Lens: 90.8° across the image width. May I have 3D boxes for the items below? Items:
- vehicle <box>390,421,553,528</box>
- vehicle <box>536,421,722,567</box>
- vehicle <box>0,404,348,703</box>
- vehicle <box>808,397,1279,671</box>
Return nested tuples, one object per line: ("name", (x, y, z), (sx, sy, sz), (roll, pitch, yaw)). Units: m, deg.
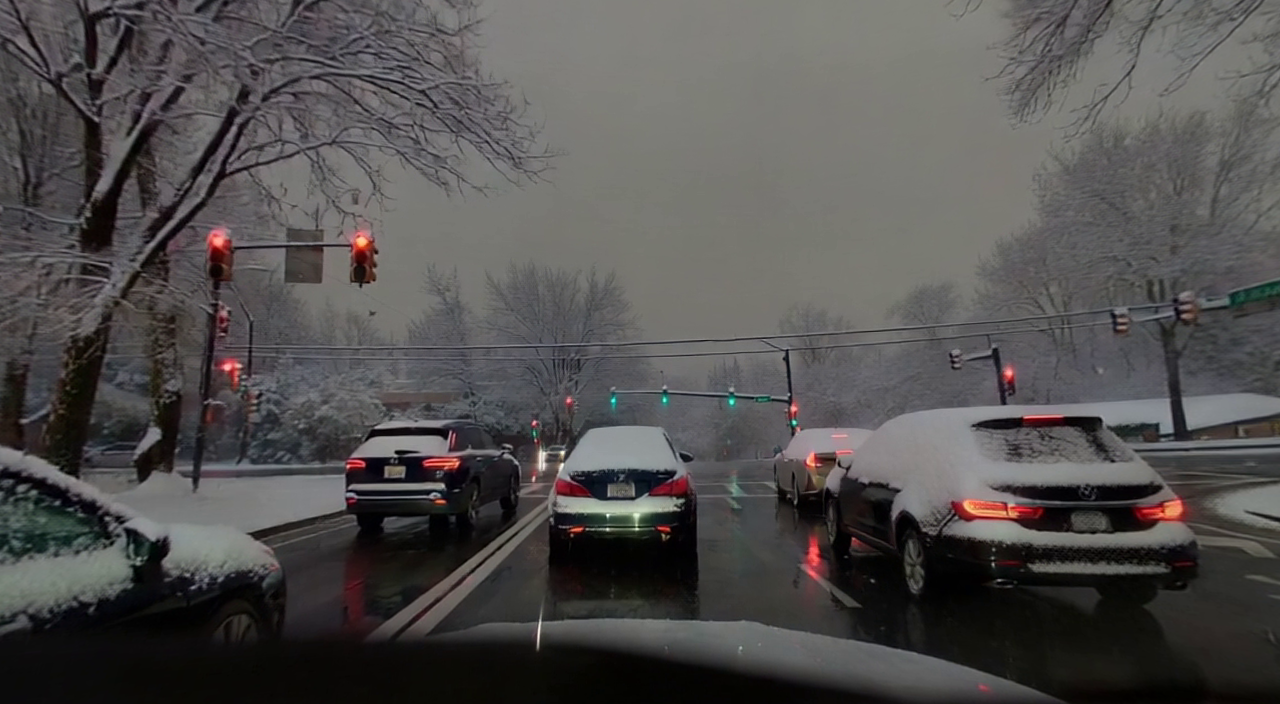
("vehicle", (-3.178, 2.419, 13.021), (2.048, 1.805, 4.405), (0, -8, 1))
("vehicle", (-0.090, 1.899, 9.139), (2.106, 1.655, 3.717), (0, -8, 1))
("vehicle", (-3.340, 1.001, 2.708), (1.863, 1.495, 4.667), (0, -8, 1))
("vehicle", (3.240, 1.440, 6.159), (2.006, 1.659, 4.462), (0, -8, 0))
